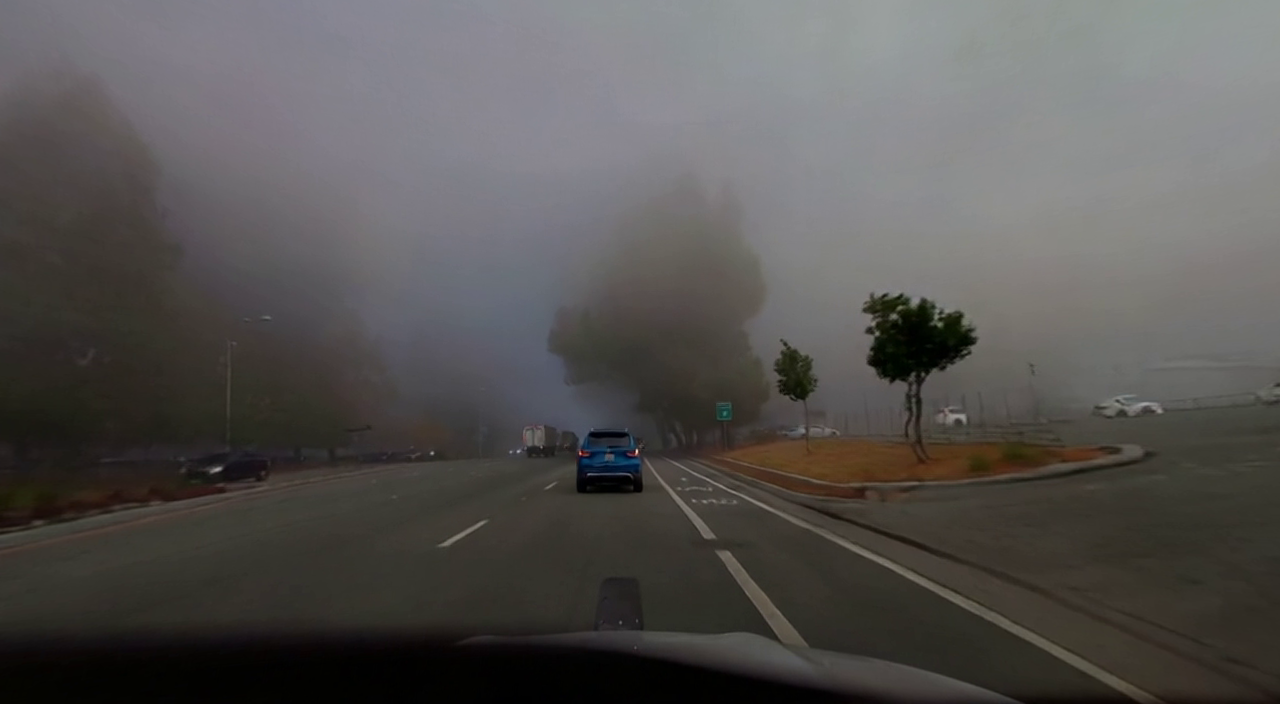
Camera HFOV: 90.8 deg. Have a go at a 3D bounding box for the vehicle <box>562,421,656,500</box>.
[{"bbox_3d":[-0.735,2.769,16.501,2.131,1.761,4.242,0,-8,-1],"label":"vehicle"}]

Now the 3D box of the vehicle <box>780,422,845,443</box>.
[{"bbox_3d":[12.482,5.853,45.845,4.204,1.486,1.781,0,-8,-1],"label":"vehicle"}]

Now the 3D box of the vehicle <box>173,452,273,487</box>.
[{"bbox_3d":[-19.341,5.450,29.591,1.945,1.444,4.406,1,-8,-4],"label":"vehicle"}]

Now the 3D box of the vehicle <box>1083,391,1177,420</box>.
[{"bbox_3d":[32.515,3.633,42.077,1.851,1.595,4.463,4,-10,-28],"label":"vehicle"}]
